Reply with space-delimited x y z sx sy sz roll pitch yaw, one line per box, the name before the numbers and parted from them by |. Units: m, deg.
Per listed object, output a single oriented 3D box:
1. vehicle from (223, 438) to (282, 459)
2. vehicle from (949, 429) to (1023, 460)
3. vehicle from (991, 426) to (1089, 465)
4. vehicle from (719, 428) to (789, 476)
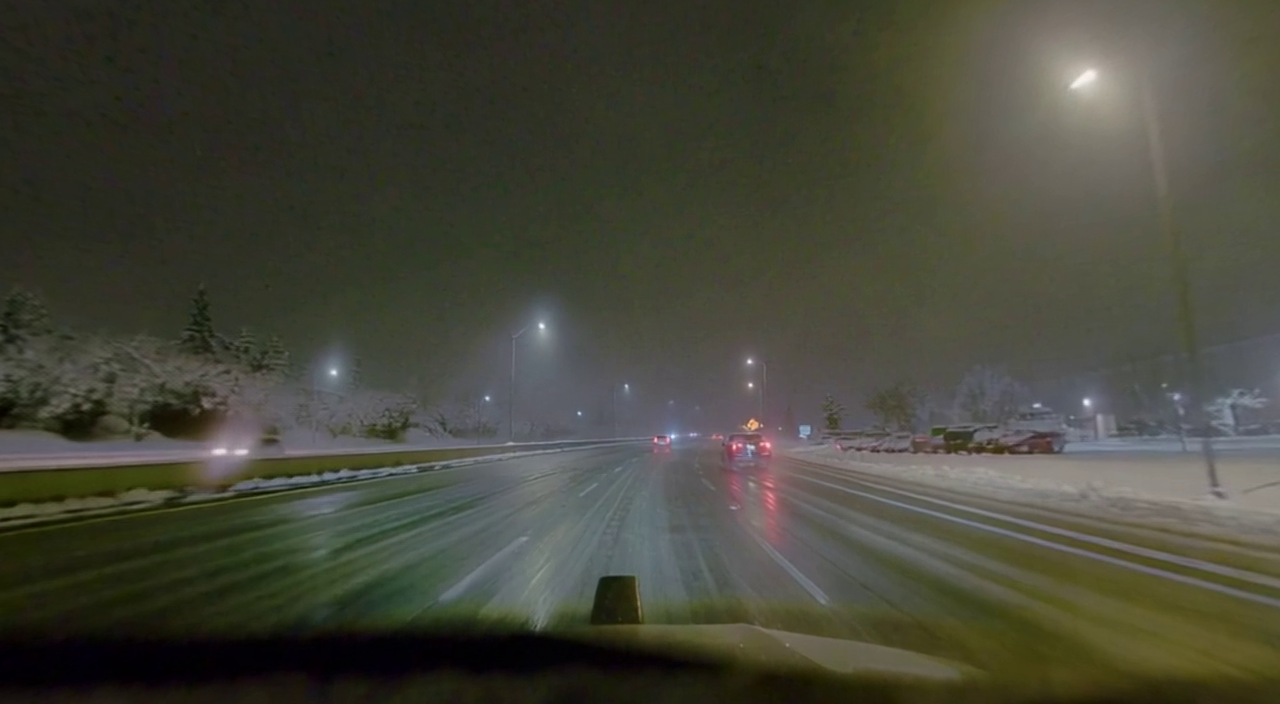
vehicle | -28.026 6.975 45.612 1.758 1.461 3.679 -1 -8 3
vehicle | 20.125 5.419 36.859 1.852 1.730 4.661 -1 -8 3
vehicle | 19.505 4.588 30.991 1.912 1.756 4.768 -1 -8 4
vehicle | 4.426 3.959 25.112 2.090 1.715 4.228 0 -8 1
